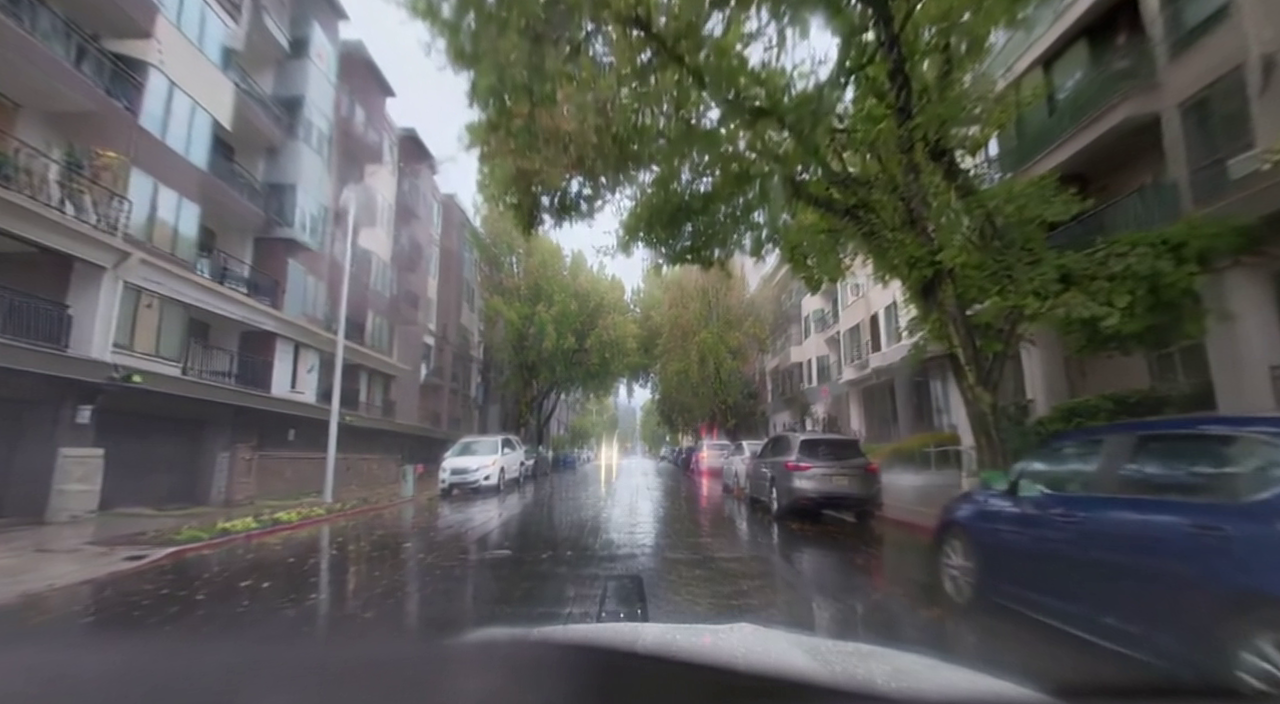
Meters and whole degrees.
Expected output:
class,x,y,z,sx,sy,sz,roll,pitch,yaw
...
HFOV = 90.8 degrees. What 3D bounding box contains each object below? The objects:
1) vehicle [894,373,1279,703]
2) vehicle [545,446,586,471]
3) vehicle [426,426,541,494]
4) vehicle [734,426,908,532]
class,x,y,z,sx,sy,sz,roll,pitch,yaw
vehicle,3.656,1.075,3.610,2.184,1.661,4.940,0,-8,-2
vehicle,-5.442,7.838,46.759,2.222,1.735,5.215,-1,-8,2
vehicle,-5.534,4.014,23.405,2.596,2.152,5.689,-1,-10,2
vehicle,3.495,2.569,13.485,2.216,1.790,5.077,0,-8,0
